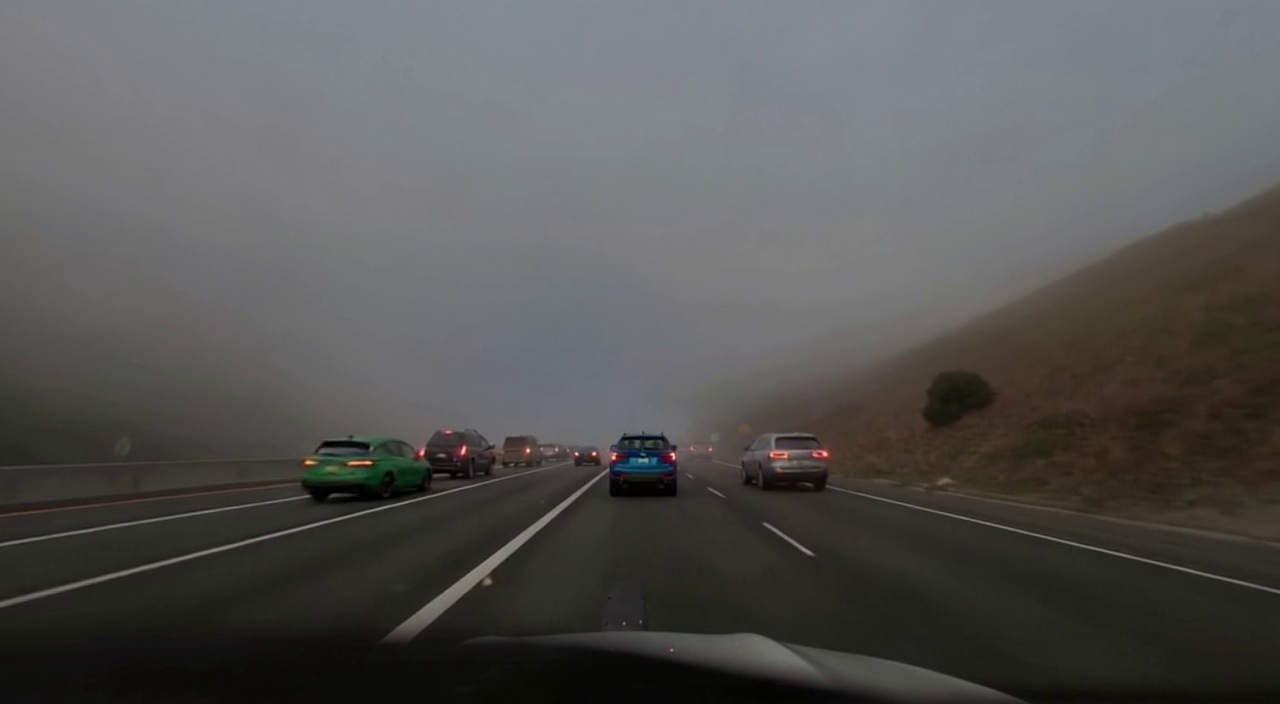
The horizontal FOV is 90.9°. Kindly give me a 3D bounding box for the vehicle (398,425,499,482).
[{"bbox_3d":[-7.159,3.873,24.296,2.230,1.928,5.112,0,-9,1],"label":"vehicle"}]

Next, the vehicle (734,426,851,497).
[{"bbox_3d":[4.084,3.032,17.800,2.092,1.723,4.629,0,-9,-1],"label":"vehicle"}]

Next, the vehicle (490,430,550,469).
[{"bbox_3d":[-6.572,5.439,35.287,2.294,1.982,5.040,0,-9,1],"label":"vehicle"}]

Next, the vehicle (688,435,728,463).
[{"bbox_3d":[4.774,6.952,45.161,2.204,1.852,5.845,0,-9,0],"label":"vehicle"}]

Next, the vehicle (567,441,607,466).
[{"bbox_3d":[-3.237,6.277,39.135,2.108,1.442,4.143,0,-9,0],"label":"vehicle"}]

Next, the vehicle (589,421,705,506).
[{"bbox_3d":[0.165,2.693,15.586,2.447,1.804,4.273,0,-9,0],"label":"vehicle"}]

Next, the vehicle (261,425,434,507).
[{"bbox_3d":[-6.869,2.727,15.480,2.024,1.706,4.462,0,-9,1],"label":"vehicle"}]
